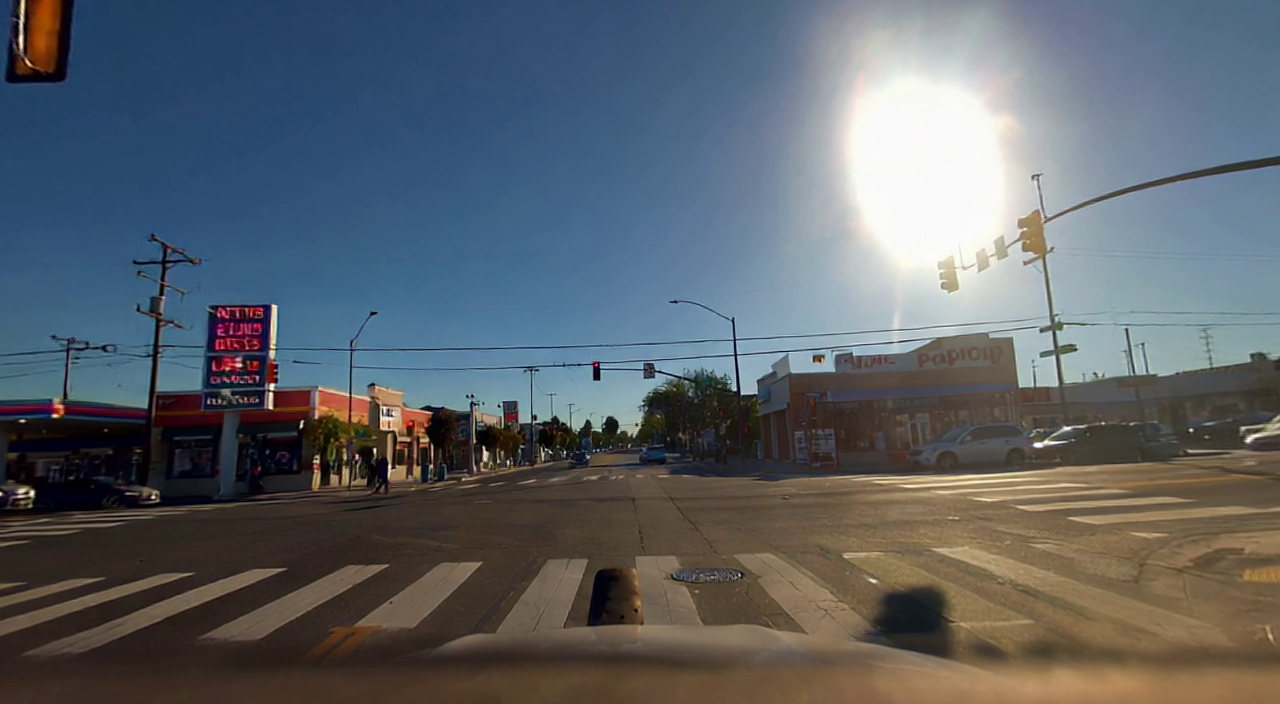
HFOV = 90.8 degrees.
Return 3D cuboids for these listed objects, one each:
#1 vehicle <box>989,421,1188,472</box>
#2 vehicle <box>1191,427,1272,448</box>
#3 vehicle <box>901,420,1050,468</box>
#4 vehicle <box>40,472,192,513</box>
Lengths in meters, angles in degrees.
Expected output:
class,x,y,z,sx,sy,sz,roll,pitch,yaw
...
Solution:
class,x,y,z,sx,sy,sz,roll,pitch,yaw
vehicle,14.358,3.097,20.619,4.835,1.487,1.913,-4,-9,20
vehicle,42.046,6.067,44.915,4.347,1.446,1.777,1,-9,-9
vehicle,13.023,3.652,24.946,4.916,1.730,1.986,-4,-9,21
vehicle,-21.196,5.679,25.656,4.676,1.463,1.909,-1,-8,6
